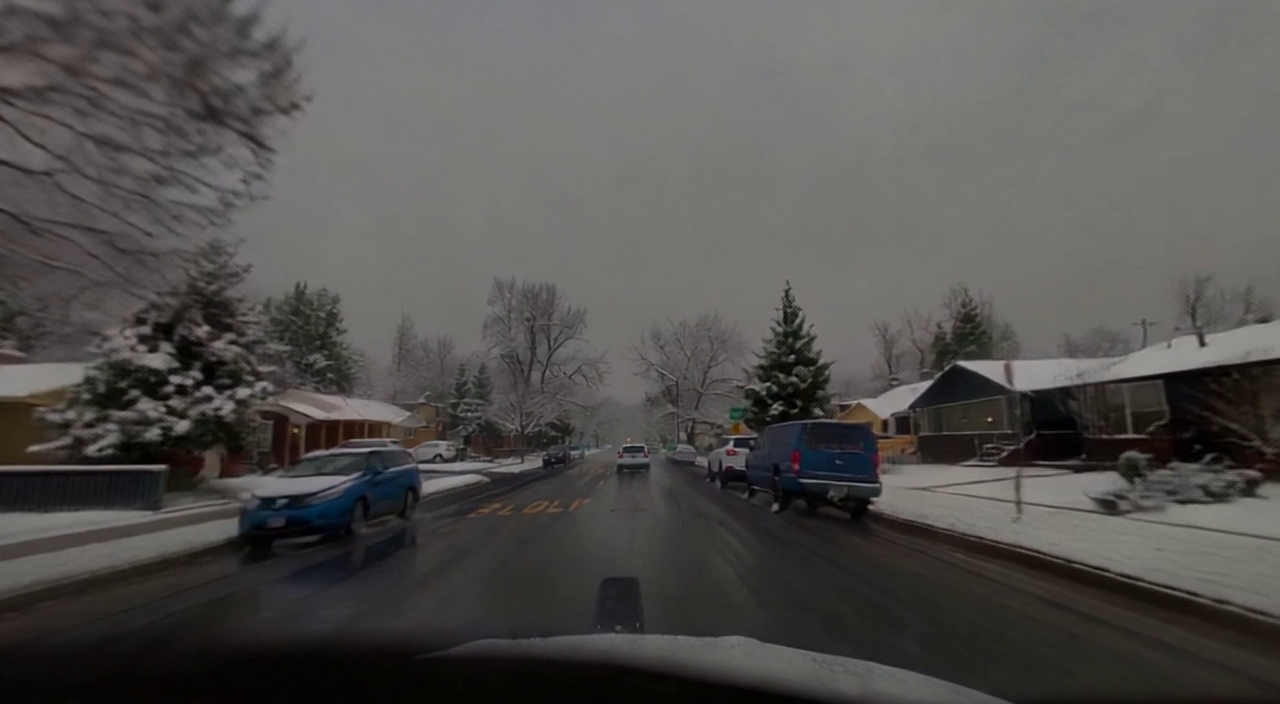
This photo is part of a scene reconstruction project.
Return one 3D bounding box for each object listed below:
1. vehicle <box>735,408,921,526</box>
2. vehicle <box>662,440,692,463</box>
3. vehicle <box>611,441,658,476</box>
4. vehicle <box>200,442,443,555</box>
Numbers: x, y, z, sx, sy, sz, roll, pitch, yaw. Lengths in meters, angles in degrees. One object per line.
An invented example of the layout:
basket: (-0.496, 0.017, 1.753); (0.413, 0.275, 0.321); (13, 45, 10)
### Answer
vehicle: (3.533, 2.297, 13.143); (2.221, 1.960, 4.927); (0, -8, -1)
vehicle: (2.863, 7.757, 49.324); (1.978, 1.690, 4.306); (0, -8, -1)
vehicle: (-0.276, 4.840, 28.987); (2.000, 1.449, 4.006); (0, -8, -1)
vehicle: (-5.319, 2.439, 11.421); (1.984, 1.498, 4.508); (-3, -8, 2)
